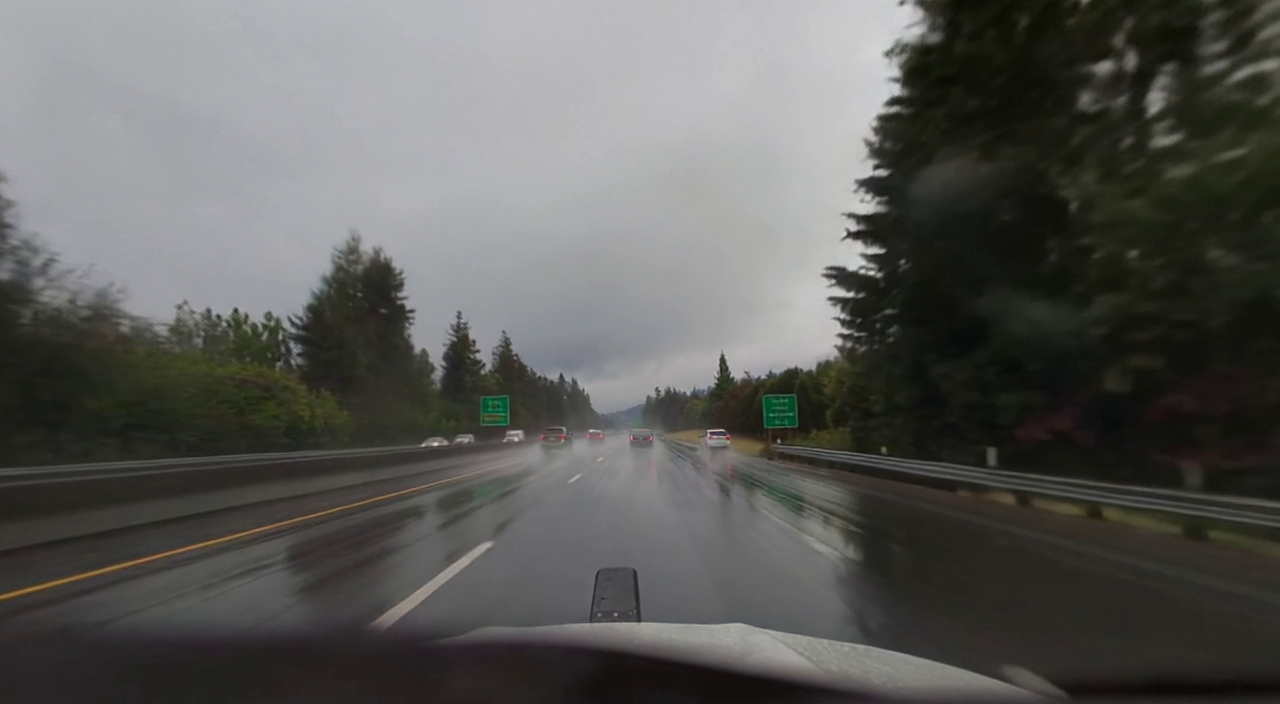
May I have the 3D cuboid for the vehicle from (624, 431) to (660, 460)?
[{"bbox_3d":[0.083,5.081,34.493,1.869,1.466,3.356,0,-8,-1],"label":"vehicle"}]

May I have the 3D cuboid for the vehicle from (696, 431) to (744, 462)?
[{"bbox_3d":[3.989,4.757,31.926,1.841,1.491,3.869,0,-8,-2],"label":"vehicle"}]
